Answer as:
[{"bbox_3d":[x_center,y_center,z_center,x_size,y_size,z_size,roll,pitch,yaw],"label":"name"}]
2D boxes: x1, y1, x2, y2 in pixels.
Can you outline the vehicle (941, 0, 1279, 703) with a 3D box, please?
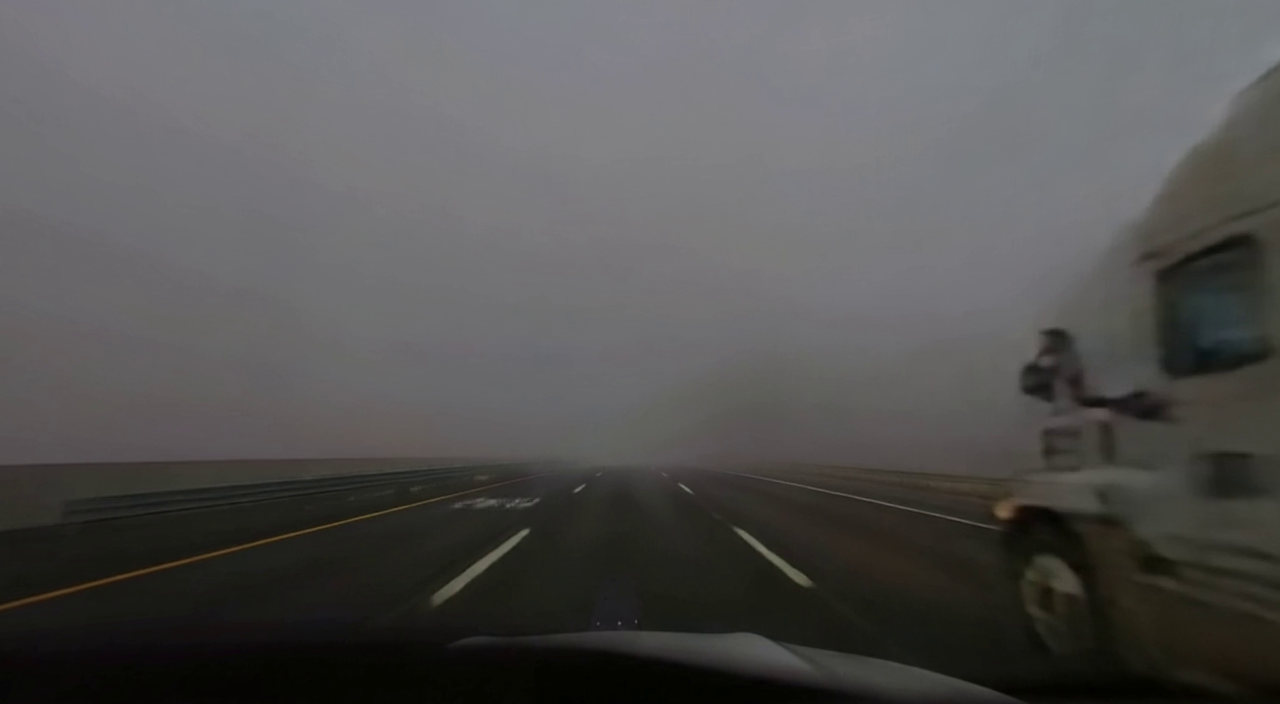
[{"bbox_3d":[4.068,-0.189,2.084,3.025,3.919,5.829,0,-9,-1],"label":"vehicle"}]
